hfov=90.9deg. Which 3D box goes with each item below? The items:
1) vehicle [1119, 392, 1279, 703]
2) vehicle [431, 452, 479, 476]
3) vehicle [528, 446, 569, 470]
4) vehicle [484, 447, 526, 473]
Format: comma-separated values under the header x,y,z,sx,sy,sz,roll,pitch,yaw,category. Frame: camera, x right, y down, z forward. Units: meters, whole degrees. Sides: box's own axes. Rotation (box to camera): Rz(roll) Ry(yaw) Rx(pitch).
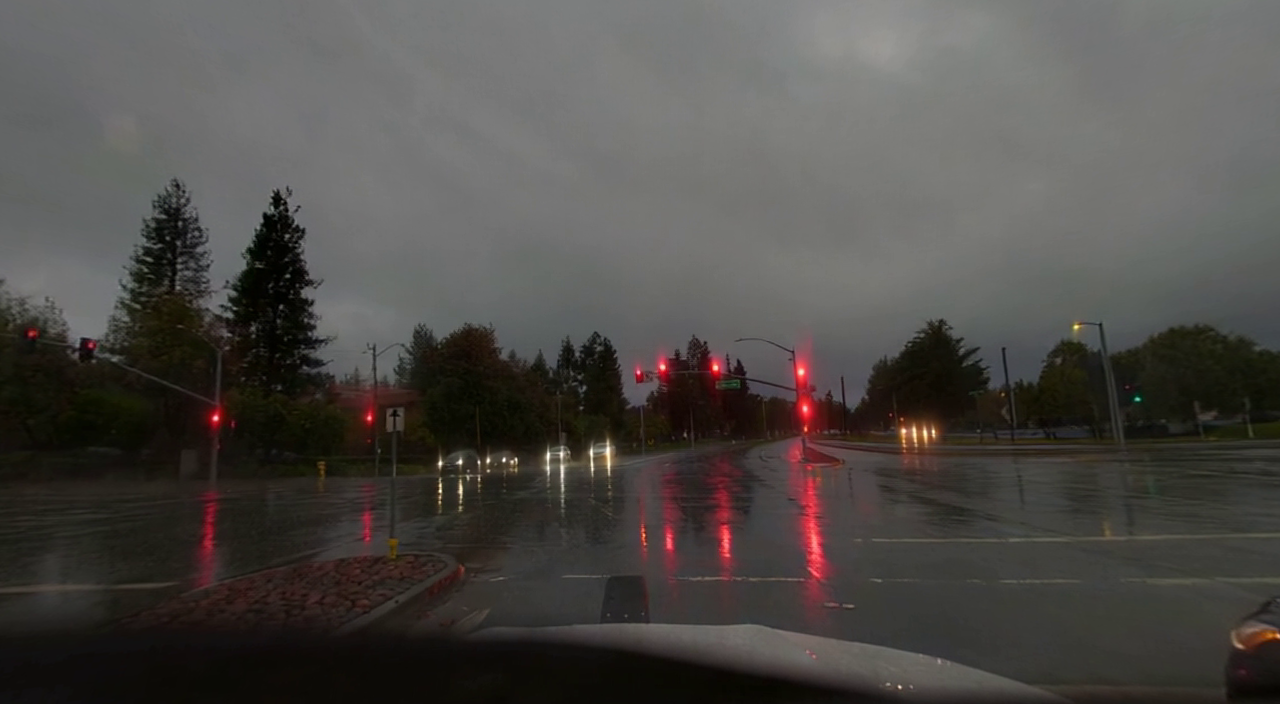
x,y,z,sx,sy,sz,roll,pitch,yaw,category
3.060,0.621,0.417,1.978,1.468,4.544,0,-9,1,vehicle
-13.399,8.113,45.985,2.101,1.637,4.304,0,-9,1,vehicle
-6.547,7.609,45.508,2.126,1.657,4.307,-1,-9,3,vehicle
-9.771,7.828,45.921,2.064,1.725,4.243,0,-9,1,vehicle
